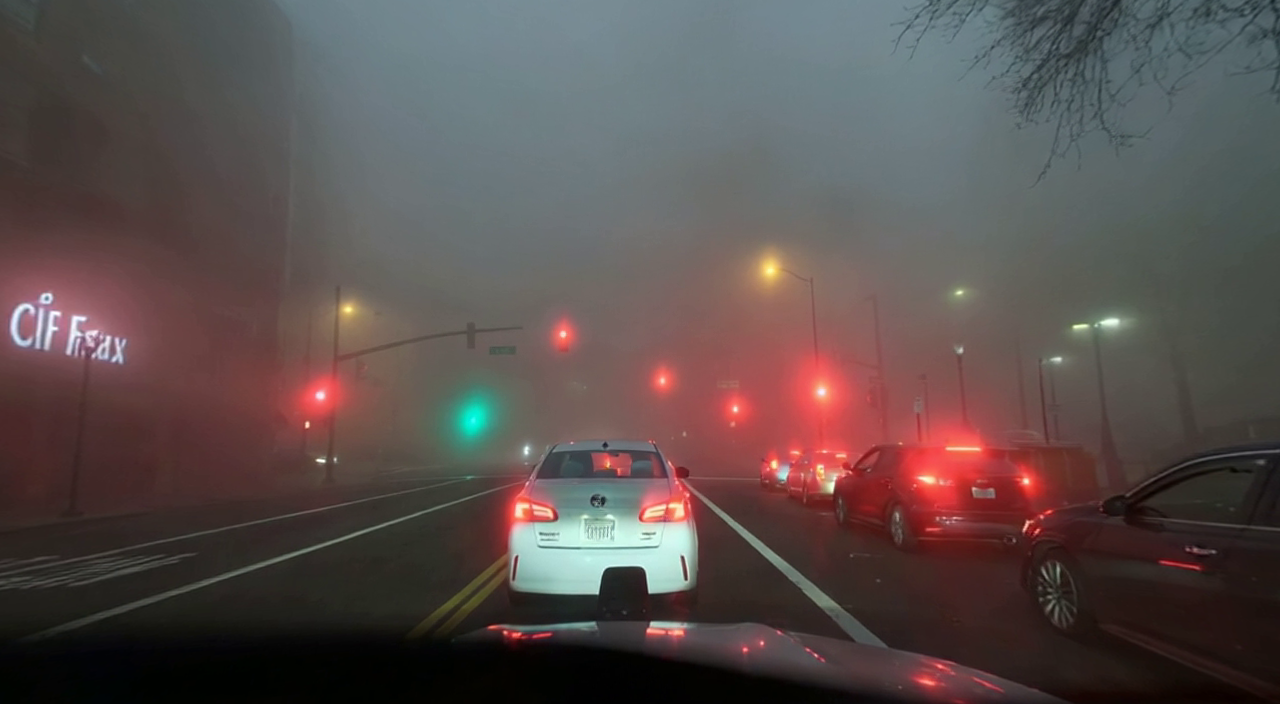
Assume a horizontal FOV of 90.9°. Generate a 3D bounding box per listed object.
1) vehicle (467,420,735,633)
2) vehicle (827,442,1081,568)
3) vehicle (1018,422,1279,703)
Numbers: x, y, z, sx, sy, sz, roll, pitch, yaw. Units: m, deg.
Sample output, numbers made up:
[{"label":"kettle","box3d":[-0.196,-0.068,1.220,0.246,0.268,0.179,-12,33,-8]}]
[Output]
[{"label":"vehicle","box3d":[-0.280,1.511,6.379,1.888,1.489,3.703,0,-8,0]},{"label":"vehicle","box3d":[4.536,2.217,10.085,1.912,1.505,4.618,-1,-8,4]},{"label":"vehicle","box3d":[3.177,0.828,1.110,2.006,1.496,4.767,0,-9,-1]}]
